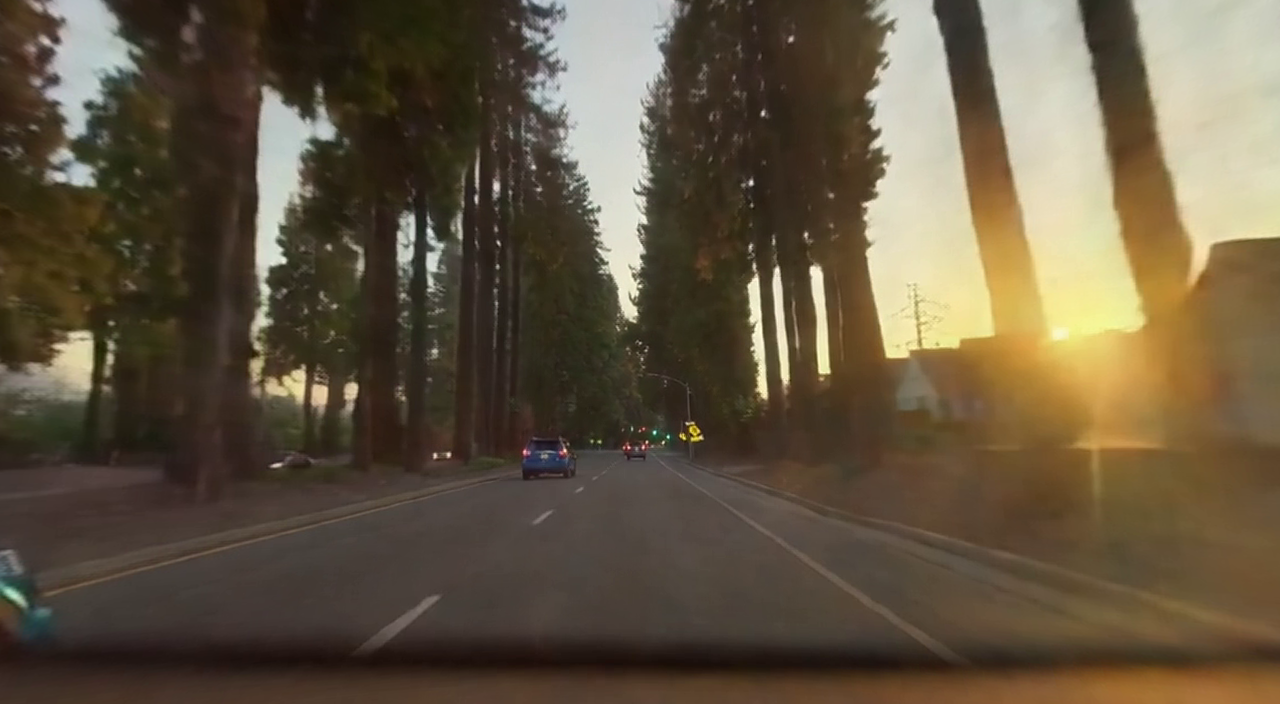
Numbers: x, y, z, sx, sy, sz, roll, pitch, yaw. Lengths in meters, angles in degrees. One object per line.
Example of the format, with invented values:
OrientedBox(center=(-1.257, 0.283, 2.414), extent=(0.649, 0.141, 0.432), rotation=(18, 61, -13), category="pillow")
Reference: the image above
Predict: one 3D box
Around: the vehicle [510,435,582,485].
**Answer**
OrientedBox(center=(-3.529, 4.133, 24.521), extent=(2.078, 1.748, 4.279), rotation=(0, -8, 0), category="vehicle")

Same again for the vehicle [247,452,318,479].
OrientedBox(center=(-21.320, 6.783, 37.887), extent=(1.759, 1.458, 4.302), rotation=(0, -8, 0), category="vehicle")
